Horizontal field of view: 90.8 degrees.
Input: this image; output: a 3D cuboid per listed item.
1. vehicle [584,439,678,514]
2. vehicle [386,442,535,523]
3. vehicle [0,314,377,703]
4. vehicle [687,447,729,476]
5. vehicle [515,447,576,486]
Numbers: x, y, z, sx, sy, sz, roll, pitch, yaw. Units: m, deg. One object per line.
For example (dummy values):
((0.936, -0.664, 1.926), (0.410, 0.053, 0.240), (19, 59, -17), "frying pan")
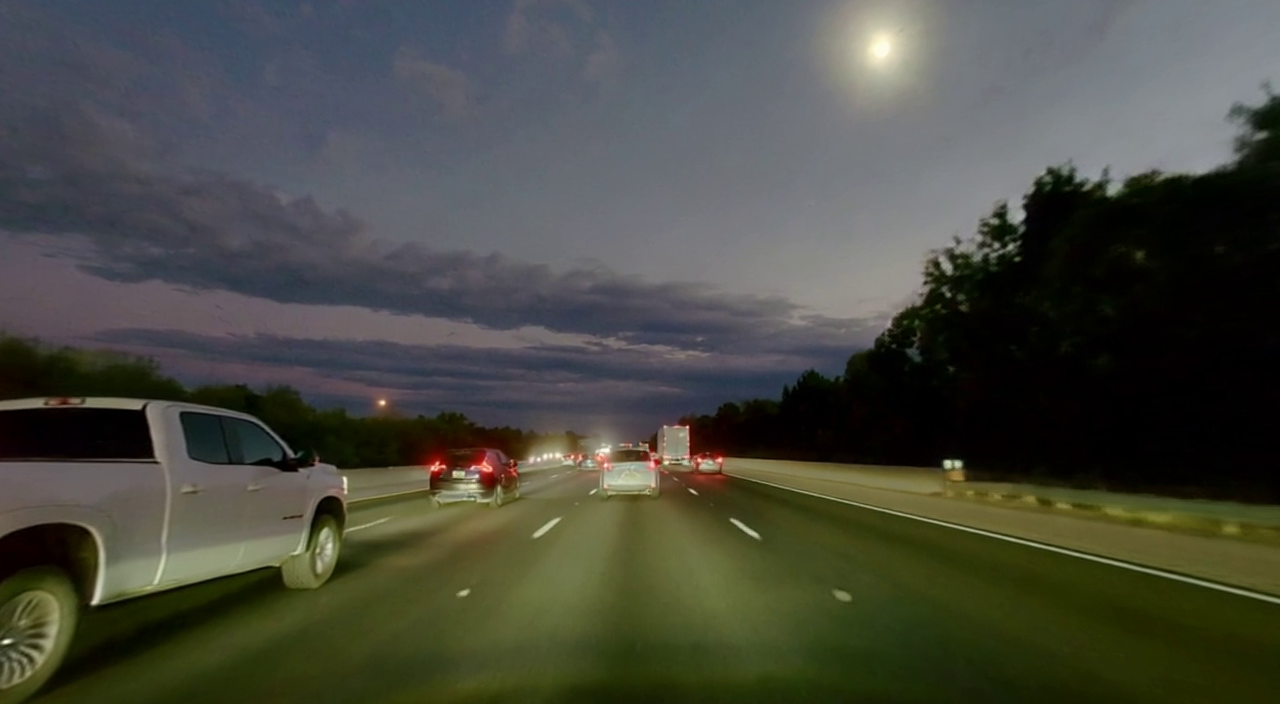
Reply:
((-0.204, 2.931, 15.228), (1.996, 1.574, 3.426), (0, -9, 0), "vehicle")
((-3.730, 2.792, 14.044), (1.988, 1.501, 4.438), (0, -9, 0), "vehicle")
((-3.897, 1.003, 4.076), (2.243, 1.889, 4.949), (0, -9, 0), "vehicle")
((3.756, 6.101, 35.410), (1.858, 1.537, 3.838), (0, -9, -1), "vehicle")
((-3.949, 4.853, 27.026), (1.999, 1.484, 4.269), (0, -9, -1), "vehicle")
